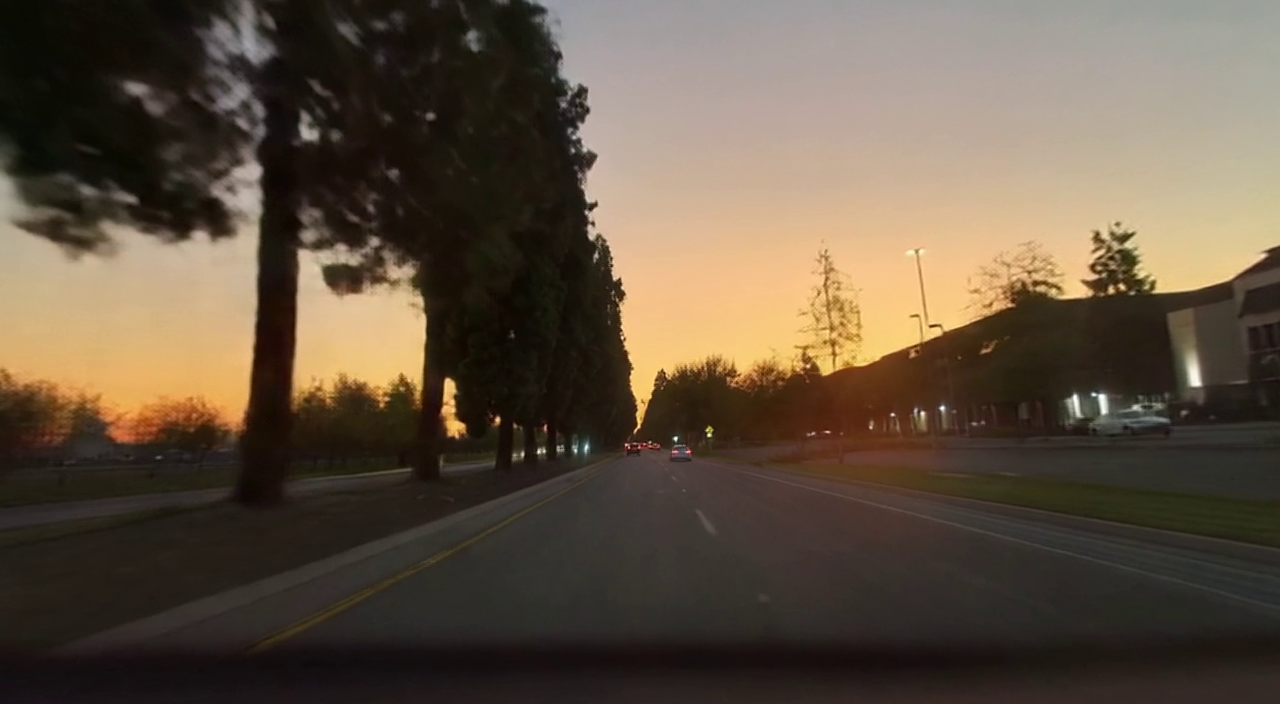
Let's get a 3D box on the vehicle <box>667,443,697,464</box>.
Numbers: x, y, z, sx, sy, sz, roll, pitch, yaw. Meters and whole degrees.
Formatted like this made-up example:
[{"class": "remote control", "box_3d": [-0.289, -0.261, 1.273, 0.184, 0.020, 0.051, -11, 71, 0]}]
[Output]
[{"class": "vehicle", "box_3d": [3.200, 7.801, 48.657, 1.925, 1.488, 4.271, 0, -8, -1]}]
